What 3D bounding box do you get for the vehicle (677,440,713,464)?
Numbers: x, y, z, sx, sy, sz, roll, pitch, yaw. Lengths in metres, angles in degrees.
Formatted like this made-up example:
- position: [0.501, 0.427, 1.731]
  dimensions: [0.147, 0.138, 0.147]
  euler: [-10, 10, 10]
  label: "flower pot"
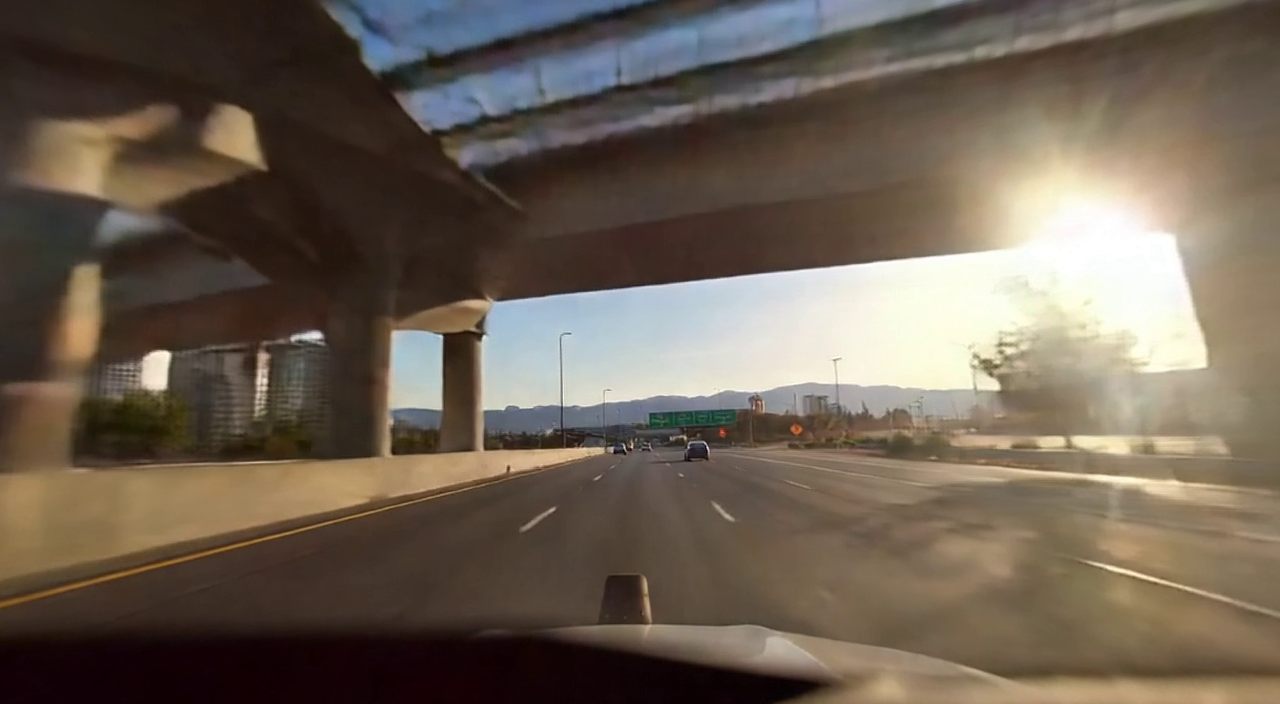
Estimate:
- position: [3.634, 6.703, 42.428]
  dimensions: [1.949, 1.515, 4.374]
  euler: [0, -8, -1]
  label: "vehicle"
